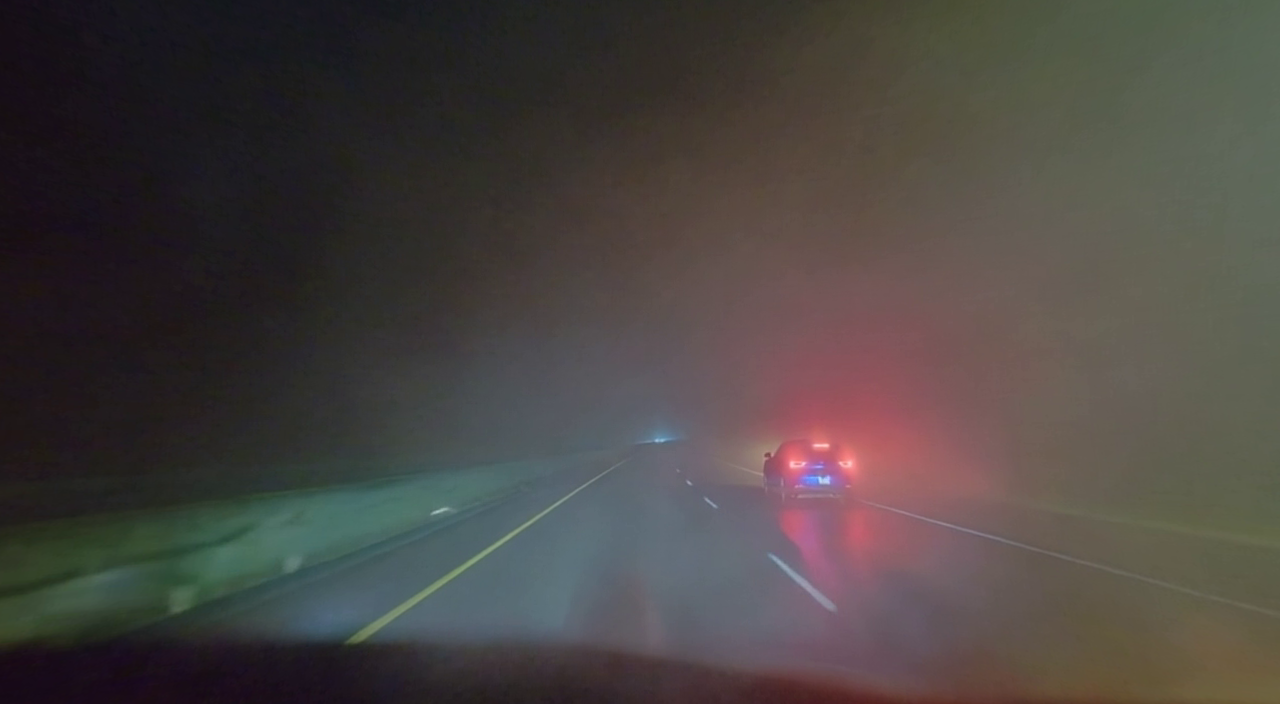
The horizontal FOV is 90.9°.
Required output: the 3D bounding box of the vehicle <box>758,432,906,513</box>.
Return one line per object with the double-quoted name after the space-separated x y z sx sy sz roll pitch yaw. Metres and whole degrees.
4.052 2.609 14.109 1.997 1.515 4.025 0 -9 0 "vehicle"
